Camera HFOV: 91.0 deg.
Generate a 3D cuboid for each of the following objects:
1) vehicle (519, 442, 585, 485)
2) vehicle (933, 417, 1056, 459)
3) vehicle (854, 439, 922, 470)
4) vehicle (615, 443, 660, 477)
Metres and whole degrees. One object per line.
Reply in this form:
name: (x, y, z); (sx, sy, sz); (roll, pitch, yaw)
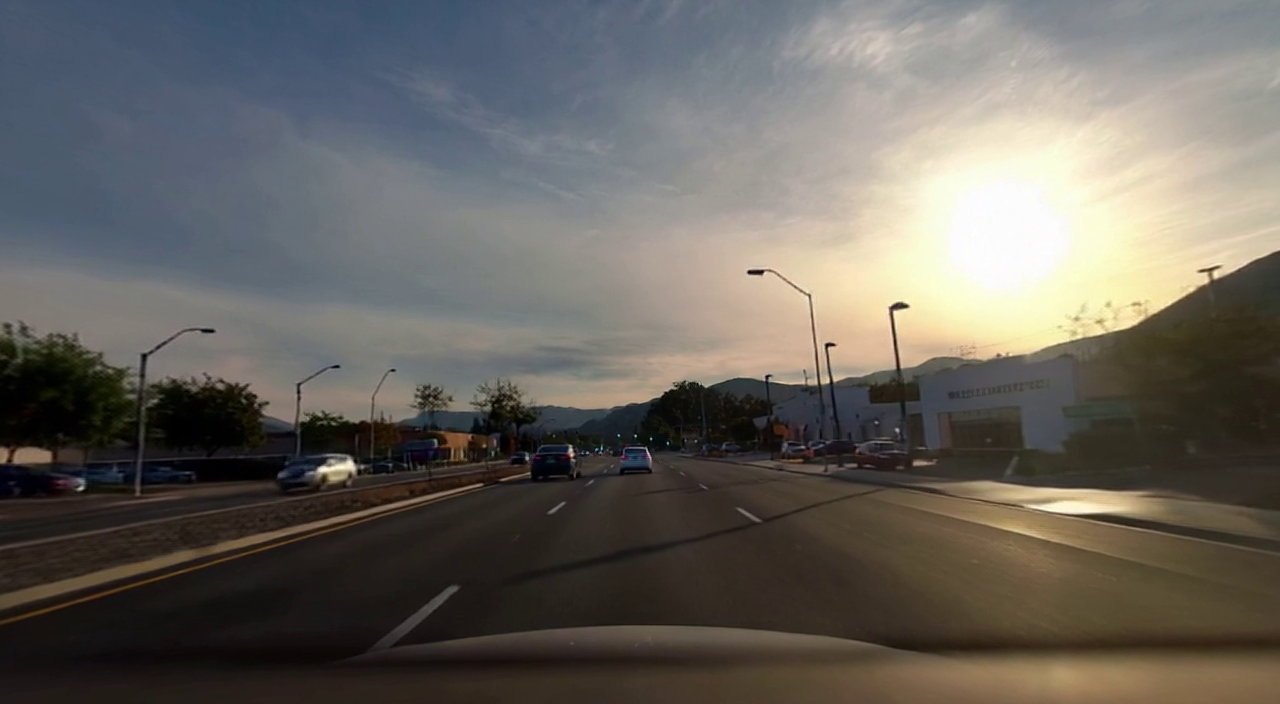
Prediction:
vehicle: (-3.325, 4.322, 24.669); (1.939, 1.496, 4.309); (0, -9, 0)
vehicle: (19.902, 4.917, 35.648); (5.511, 2.262, 2.351); (-2, -9, 14)
vehicle: (13.264, 5.505, 33.992); (1.914, 1.523, 4.747); (0, -9, 2)
vehicle: (-0.124, 5.115, 30.024); (2.019, 1.459, 4.005); (0, -9, 0)
